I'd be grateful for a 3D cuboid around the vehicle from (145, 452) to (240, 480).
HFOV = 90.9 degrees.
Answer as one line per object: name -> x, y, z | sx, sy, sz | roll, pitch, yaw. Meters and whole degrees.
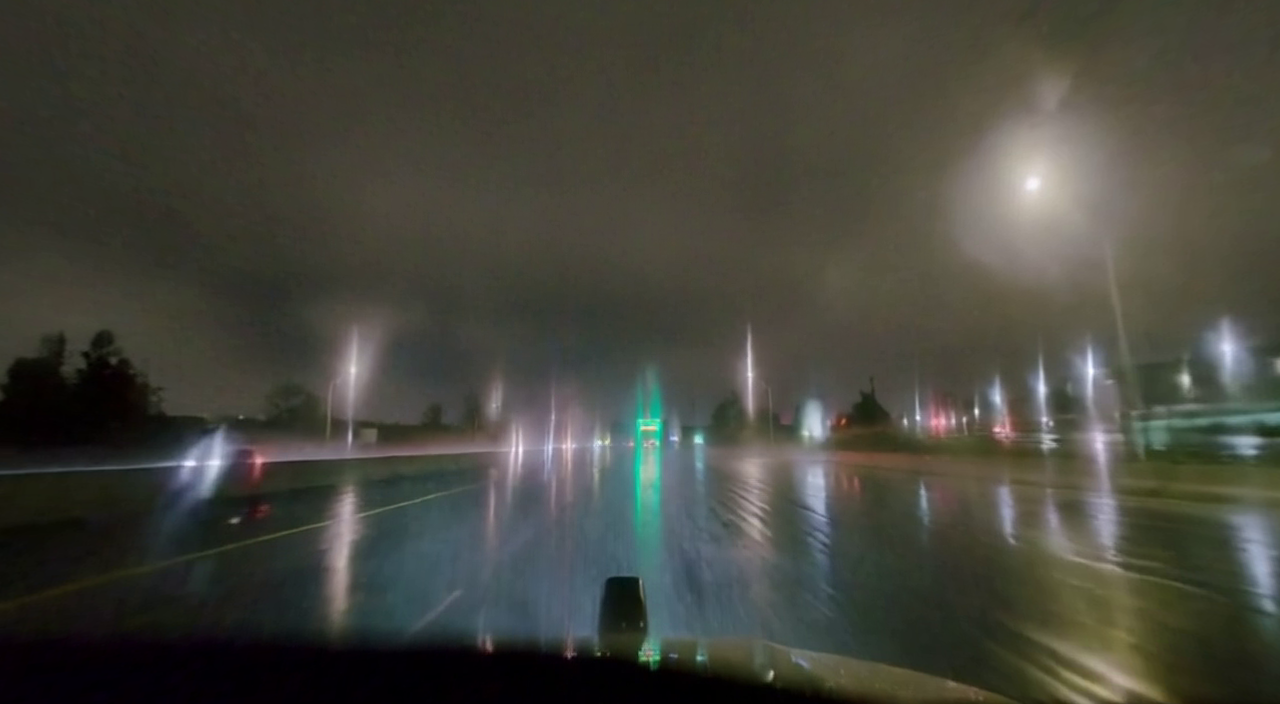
vehicle -> -26.971, 6.860, 38.262 | 2.011, 1.531, 4.982 | 0, -8, 1
